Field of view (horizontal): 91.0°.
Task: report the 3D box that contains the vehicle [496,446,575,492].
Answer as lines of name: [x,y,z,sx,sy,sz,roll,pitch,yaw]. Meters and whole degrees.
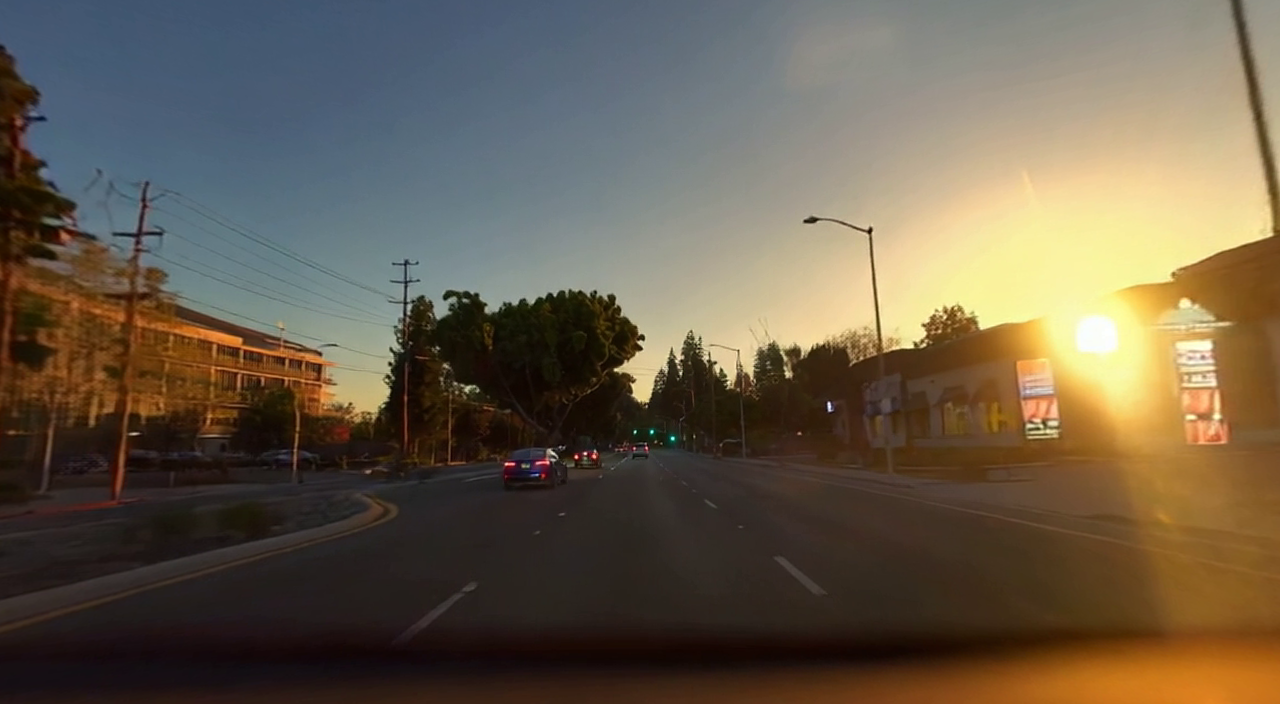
vehicle: [-3.593,4.104,22.567,2.076,1.444,4.328,-1,-8,0]
